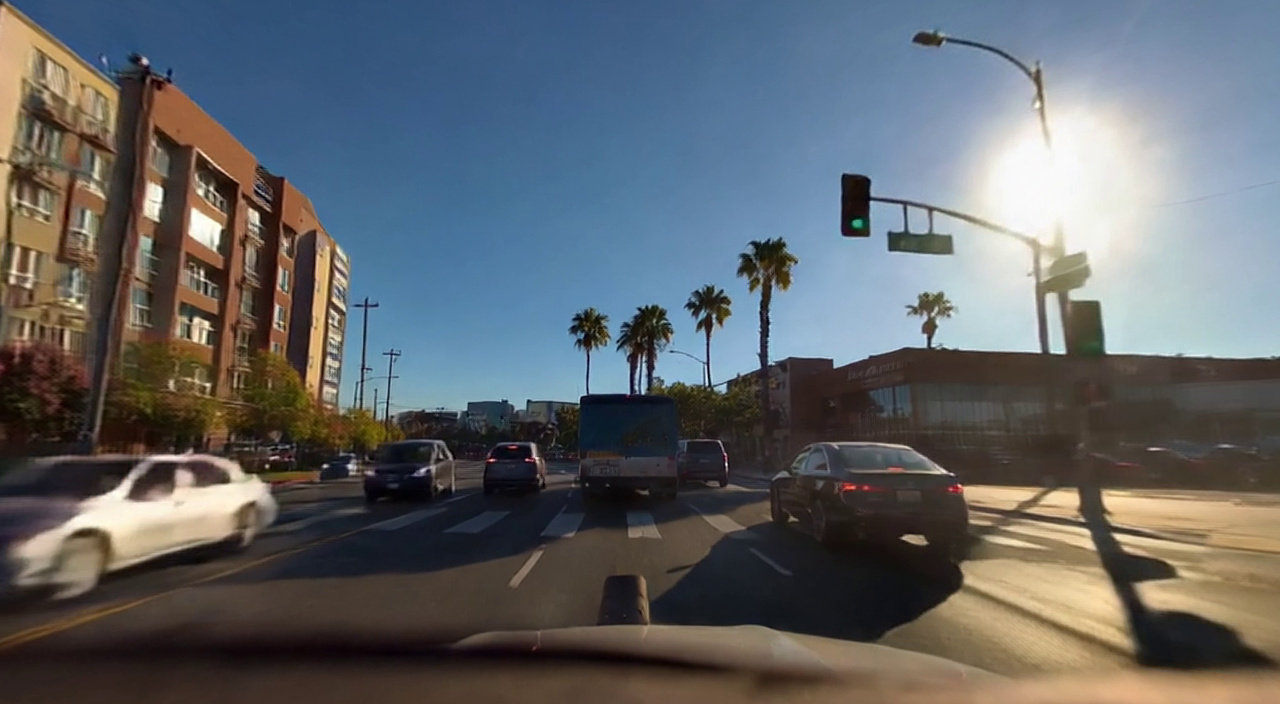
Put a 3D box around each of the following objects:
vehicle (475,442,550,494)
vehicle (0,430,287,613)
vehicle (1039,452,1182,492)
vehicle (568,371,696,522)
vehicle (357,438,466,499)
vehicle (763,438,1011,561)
[{"bbox_3d":[-4.267,3.913,21.766,2.033,1.555,4.408,0,-8,-5],"label":"vehicle"},{"bbox_3d":[-6.126,1.699,7.299,1.801,1.524,3.974,0,-8,-1],"label":"vehicle"},{"bbox_3d":[20.839,5.295,28.054,1.819,1.498,4.664,4,-9,-26],"label":"vehicle"},{"bbox_3d":[-0.440,2.262,15.502,2.517,2.926,6.177,1,-8,-5],"label":"vehicle"},{"bbox_3d":[-7.107,3.611,20.081,2.165,1.690,4.322,0,-8,-5],"label":"vehicle"},{"bbox_3d":[3.568,2.171,10.248,1.978,1.507,4.636,0,-8,-3],"label":"vehicle"}]
